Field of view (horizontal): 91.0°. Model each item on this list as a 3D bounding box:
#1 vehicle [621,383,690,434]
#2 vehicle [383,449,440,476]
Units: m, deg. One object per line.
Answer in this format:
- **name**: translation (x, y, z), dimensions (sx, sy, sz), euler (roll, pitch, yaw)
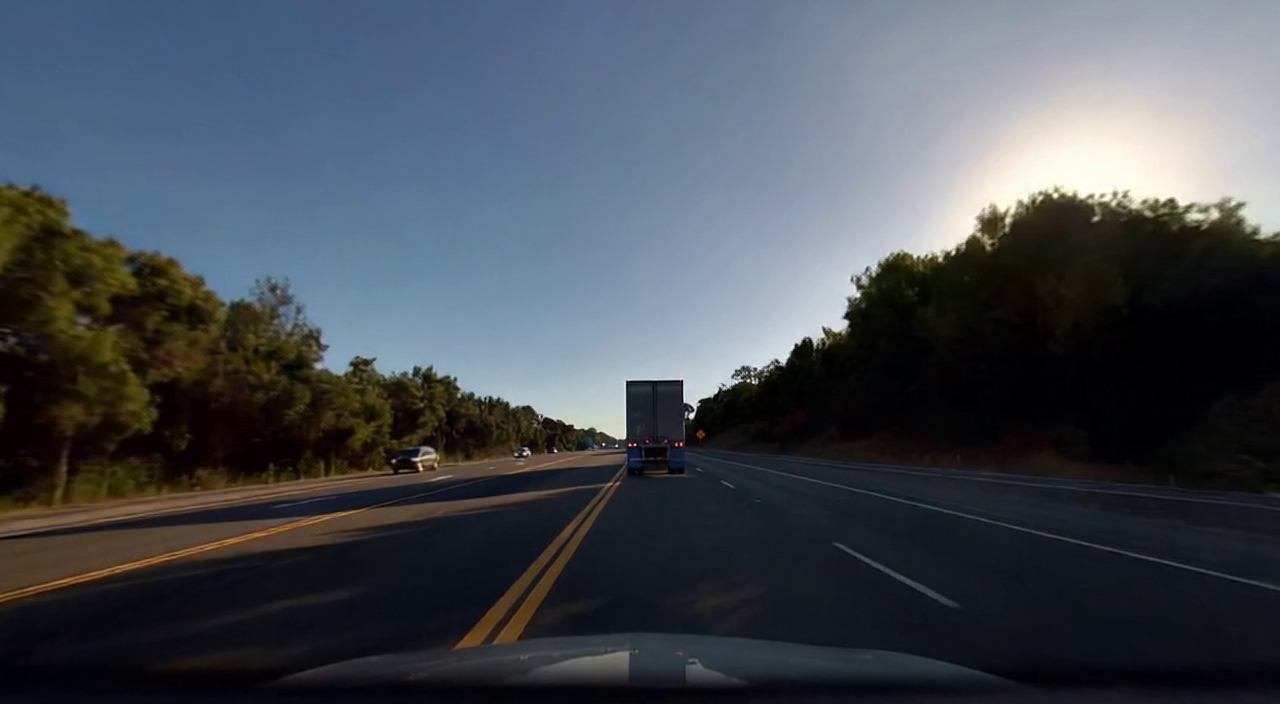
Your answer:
- **vehicle**: translation (0.527, 2.467, 26.423), dimensions (2.509, 1.890, 4.732), euler (0, -8, -4)
- **vehicle**: translation (-14.739, 7.145, 40.871), dimensions (1.879, 1.561, 4.681), euler (0, -8, 1)
